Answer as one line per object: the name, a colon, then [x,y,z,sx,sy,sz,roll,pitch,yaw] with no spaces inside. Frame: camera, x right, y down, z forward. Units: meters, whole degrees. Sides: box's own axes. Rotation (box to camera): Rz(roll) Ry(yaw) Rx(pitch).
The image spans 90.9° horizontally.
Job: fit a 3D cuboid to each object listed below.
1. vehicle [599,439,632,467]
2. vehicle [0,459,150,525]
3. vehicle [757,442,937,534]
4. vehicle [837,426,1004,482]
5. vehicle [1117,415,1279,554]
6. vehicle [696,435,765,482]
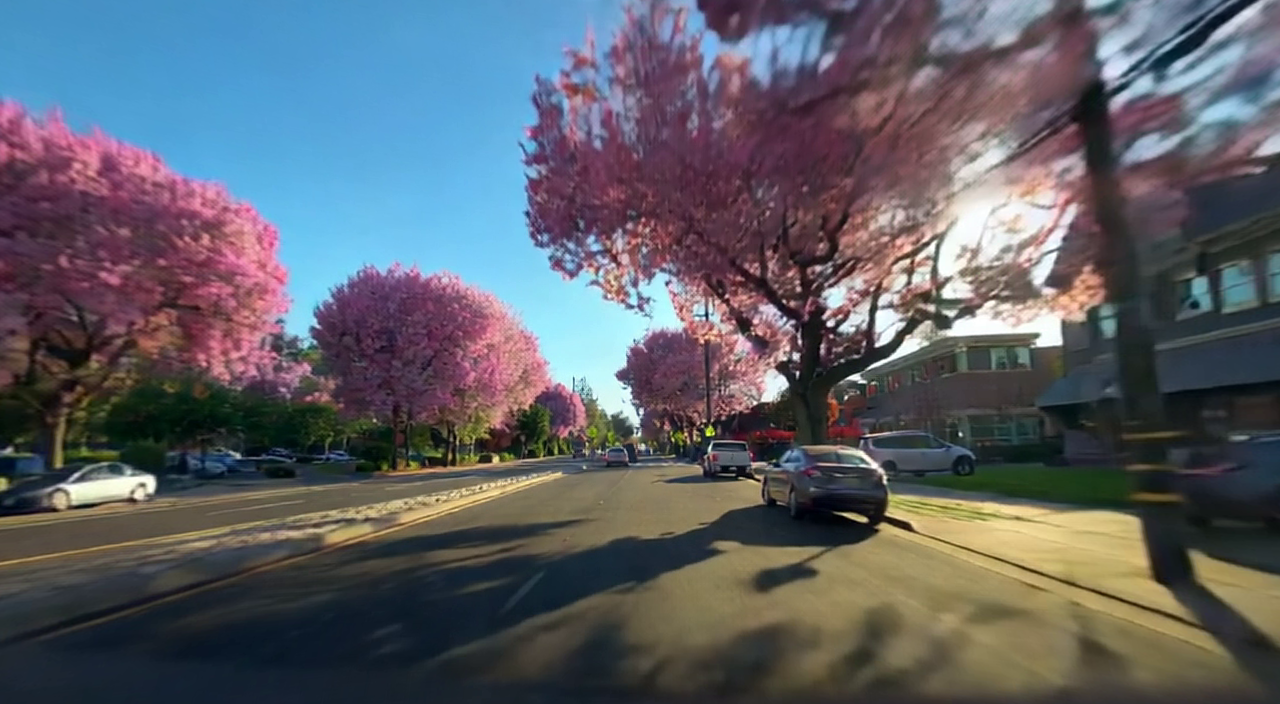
vehicle: [-1.743,7.428,46.424,2.202,1.961,4.980,0,-9,0]
vehicle: [-16.640,3.824,17.779,1.954,1.497,4.613,0,-9,0]
vehicle: [3.778,2.548,12.500,2.042,1.465,4.455,0,-9,0]
vehicle: [9.723,3.579,22.238,4.818,1.847,2.257,0,-9,2]
vehicle: [9.300,1.660,8.225,4.512,1.567,1.947,0,-9,0]
vehicle: [4.025,4.865,29.094,2.280,1.904,5.779,0,-9,-1]
